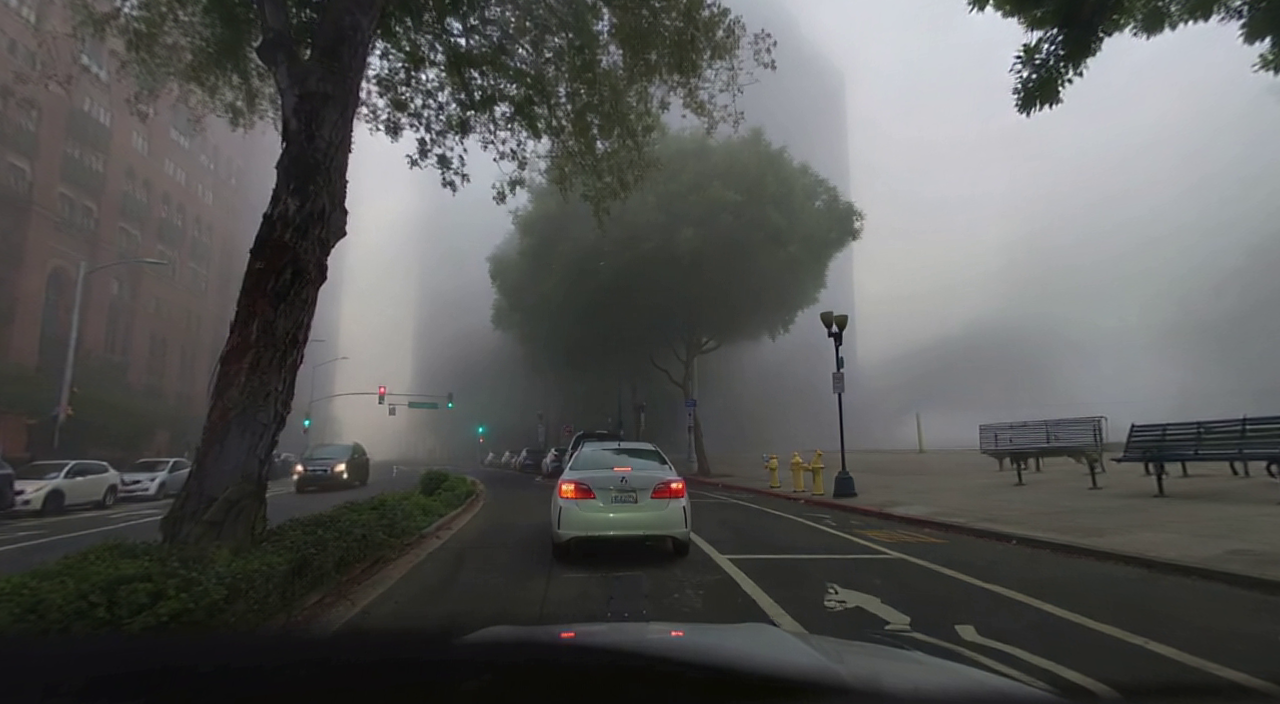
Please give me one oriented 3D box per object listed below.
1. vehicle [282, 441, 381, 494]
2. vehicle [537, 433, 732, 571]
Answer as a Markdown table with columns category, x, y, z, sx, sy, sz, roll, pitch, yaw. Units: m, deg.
| category | x | y | z | sx | sy | sz | roll | pitch | yaw |
| --- | --- | --- | --- | --- | --- | --- | --- | --- | --- |
| vehicle | -11.099 | 4.152 | 23.080 | 2.179 | 1.698 | 4.549 | 2 | -9 | -12 |
| vehicle | -0.247 | 1.944 | 9.003 | 2.142 | 1.475 | 4.051 | 1 | -8 | -6 |
